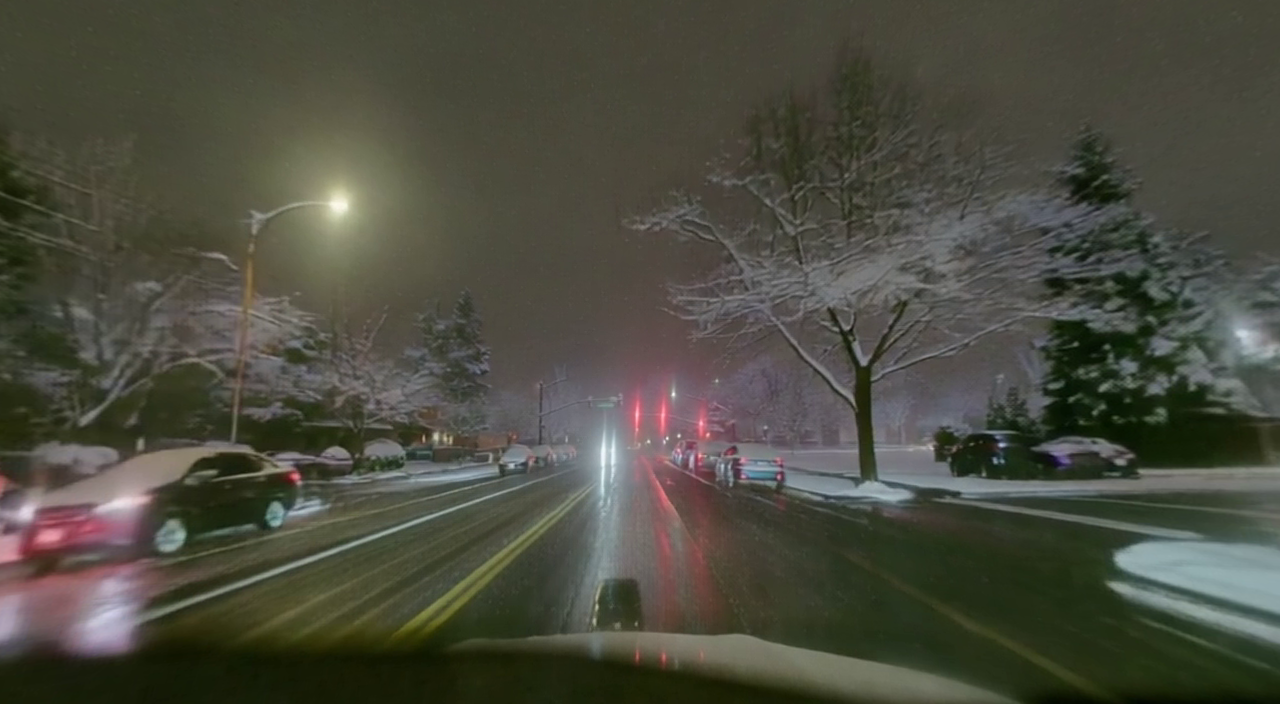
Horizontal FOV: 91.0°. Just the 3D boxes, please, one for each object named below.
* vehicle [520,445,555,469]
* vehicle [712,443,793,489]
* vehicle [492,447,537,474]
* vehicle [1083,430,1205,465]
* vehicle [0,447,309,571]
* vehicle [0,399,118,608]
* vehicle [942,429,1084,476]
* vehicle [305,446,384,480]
[{"bbox_3d":[-7.697,7.873,47.450,1.994,1.718,4.518,0,-8,-2],"label":"vehicle"},{"bbox_3d":[3.904,4.048,22.763,2.005,1.466,4.767,0,-8,0],"label":"vehicle"},{"bbox_3d":[-7.717,6.666,38.886,1.976,1.554,3.654,-1,-8,1],"label":"vehicle"},{"bbox_3d":[25.369,4.833,31.825,4.196,1.609,2.157,-1,-9,2],"label":"vehicle"},{"bbox_3d":[-7.275,2.269,9.959,1.917,1.505,4.087,0,-8,-2],"label":"vehicle"},{"bbox_3d":[-7.377,1.191,4.267,2.613,1.959,5.843,0,-8,0],"label":"vehicle"},{"bbox_3d":[12.646,3.423,21.482,3.731,1.491,1.678,0,-8,-1],"label":"vehicle"},{"bbox_3d":[-14.359,5.397,30.863,1.921,1.518,3.799,-1,-8,2],"label":"vehicle"}]
